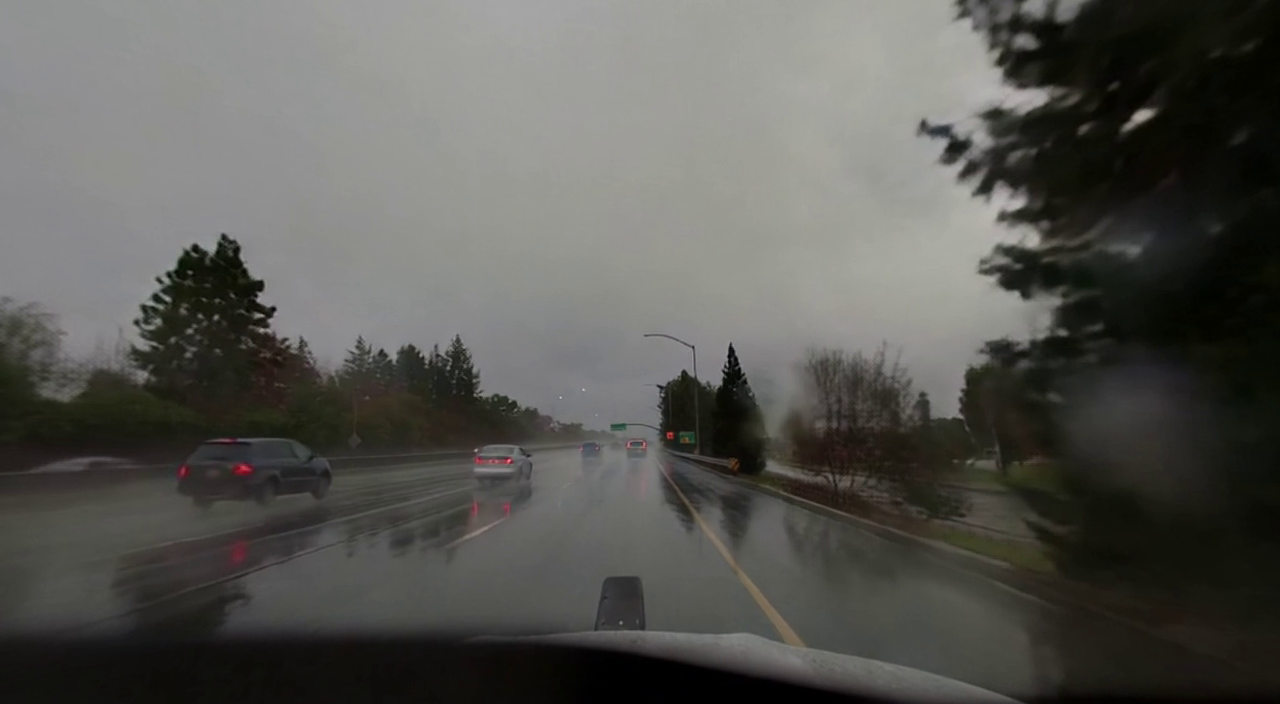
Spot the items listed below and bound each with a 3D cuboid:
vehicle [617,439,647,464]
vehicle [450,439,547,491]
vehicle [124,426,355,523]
[{"bbox_3d":[-0.580,7.340,46.916,2.179,1.742,4.396,0,-8,0],"label":"vehicle"},{"bbox_3d":[-4.732,3.833,21.911,2.102,1.562,4.884,-1,-8,2],"label":"vehicle"},{"bbox_3d":[-8.620,2.657,14.280,2.091,1.795,4.617,-1,-8,1],"label":"vehicle"}]
